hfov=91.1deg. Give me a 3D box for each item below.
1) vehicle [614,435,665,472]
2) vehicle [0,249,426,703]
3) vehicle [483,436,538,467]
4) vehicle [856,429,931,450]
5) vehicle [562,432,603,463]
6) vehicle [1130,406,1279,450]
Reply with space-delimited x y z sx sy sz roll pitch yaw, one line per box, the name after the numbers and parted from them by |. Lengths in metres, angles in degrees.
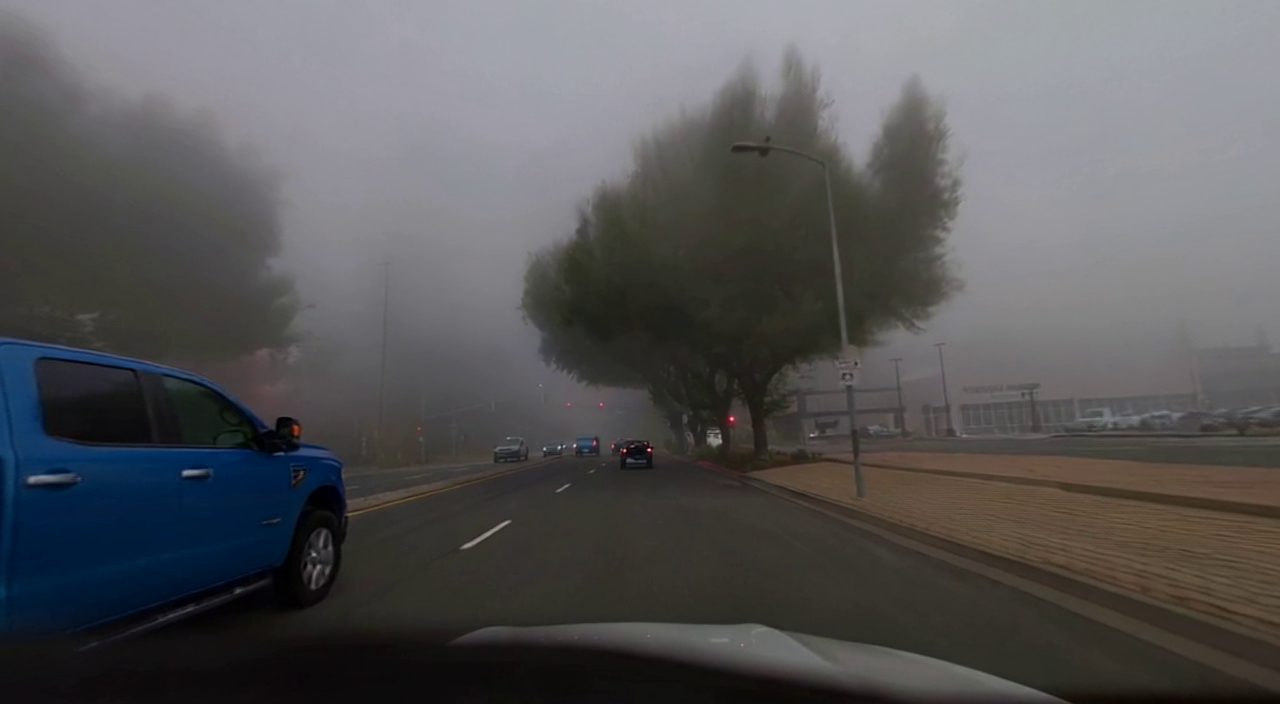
-0.062 4.699 29.235 2.191 1.530 4.470 0 -9 -1 | vehicle
-3.576 0.759 2.848 2.552 2.079 6.810 0 -9 2 | vehicle
-7.868 6.123 38.702 2.146 1.788 5.153 0 -9 2 | vehicle
19.285 6.687 47.804 5.025 1.475 1.956 -5 -10 29 | vehicle
-3.817 6.397 42.152 2.243 1.976 4.514 0 -9 1 | vehicle
22.753 3.062 24.946 4.767 1.443 1.978 -7 -11 29 | vehicle
